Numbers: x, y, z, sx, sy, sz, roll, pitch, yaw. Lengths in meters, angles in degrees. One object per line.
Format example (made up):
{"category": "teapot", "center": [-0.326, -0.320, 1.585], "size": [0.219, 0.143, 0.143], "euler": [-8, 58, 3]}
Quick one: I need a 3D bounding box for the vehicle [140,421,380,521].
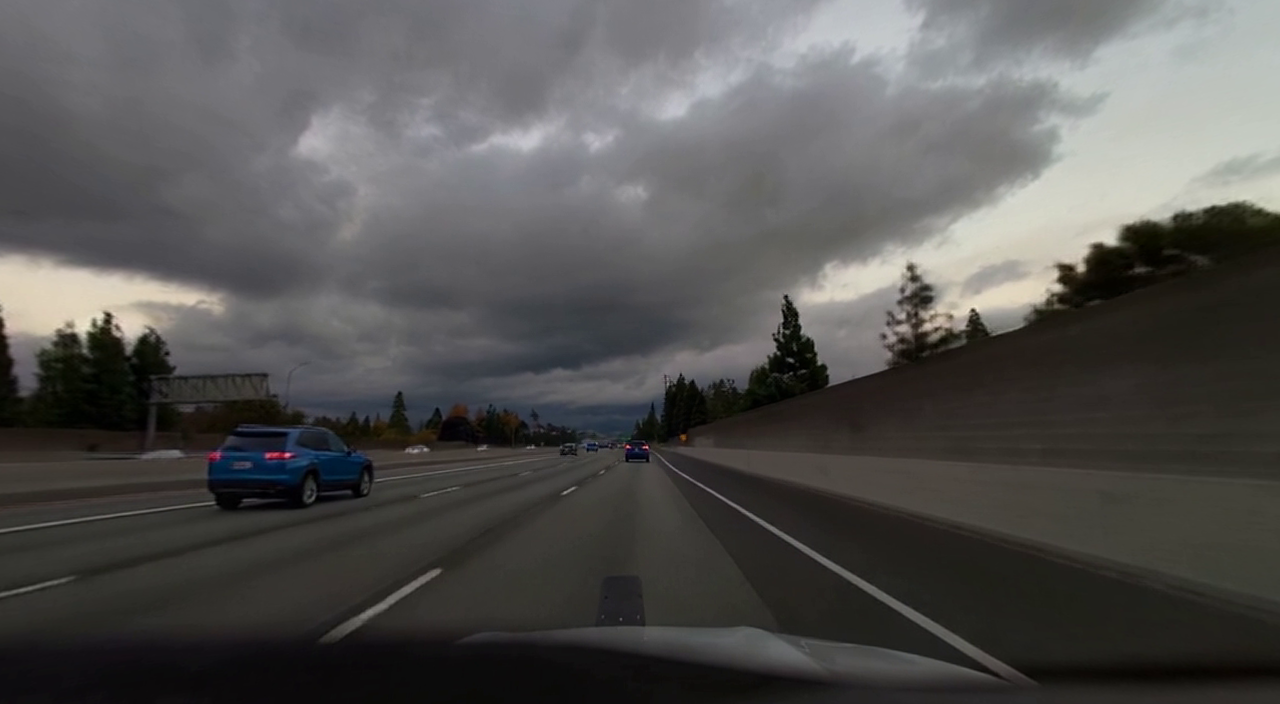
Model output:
{"category": "vehicle", "center": [-7.536, 2.393, 13.194], "size": [2.166, 1.705, 4.433], "euler": [0, -9, 1]}

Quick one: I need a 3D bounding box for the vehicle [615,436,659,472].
{"category": "vehicle", "center": [-0.114, 5.253, 32.629], "size": [2.141, 1.706, 4.065], "euler": [0, -9, 1]}
